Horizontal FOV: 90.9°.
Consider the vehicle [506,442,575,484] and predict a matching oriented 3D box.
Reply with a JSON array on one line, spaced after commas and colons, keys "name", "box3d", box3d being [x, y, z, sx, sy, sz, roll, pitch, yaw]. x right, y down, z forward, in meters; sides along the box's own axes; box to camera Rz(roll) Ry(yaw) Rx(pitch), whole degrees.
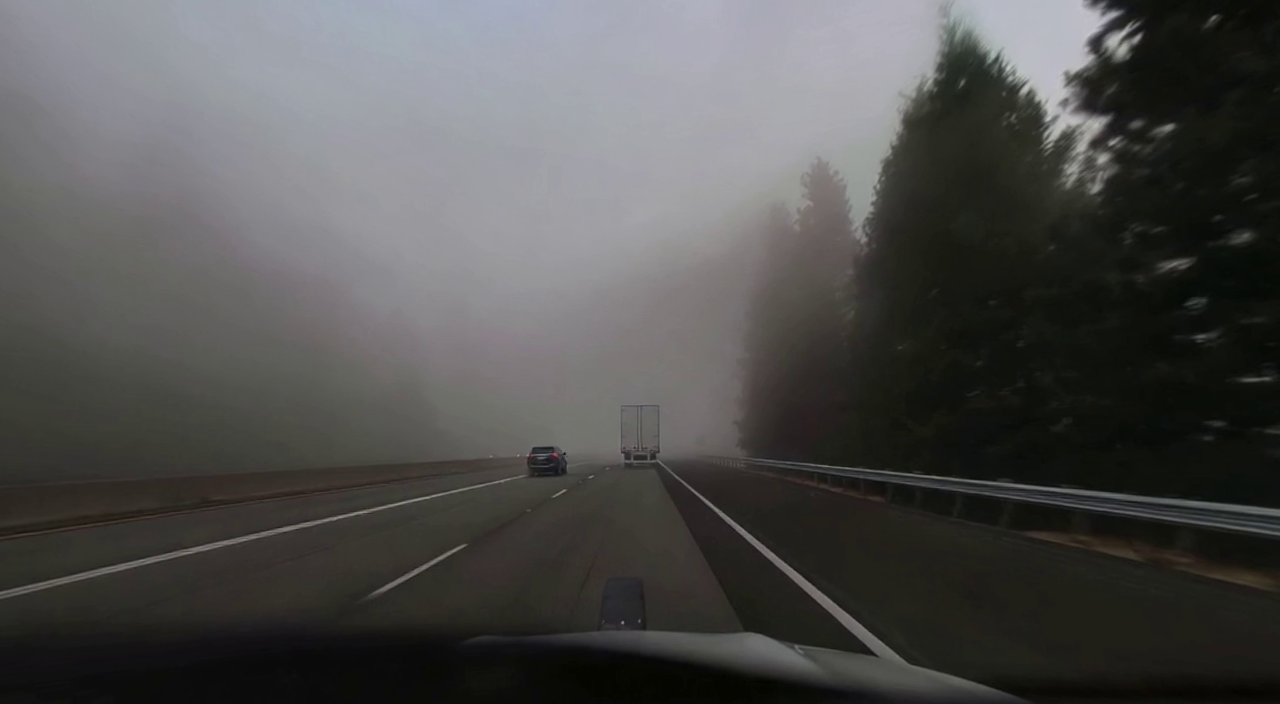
[{"name": "vehicle", "box3d": [-3.967, 4.490, 25.793, 2.063, 1.583, 4.049, 0, -9, 1]}]

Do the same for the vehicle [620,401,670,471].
[{"name": "vehicle", "box3d": [0.350, 5.576, 41.252, 2.899, 3.966, 10.053, 0, -9, 1]}]
